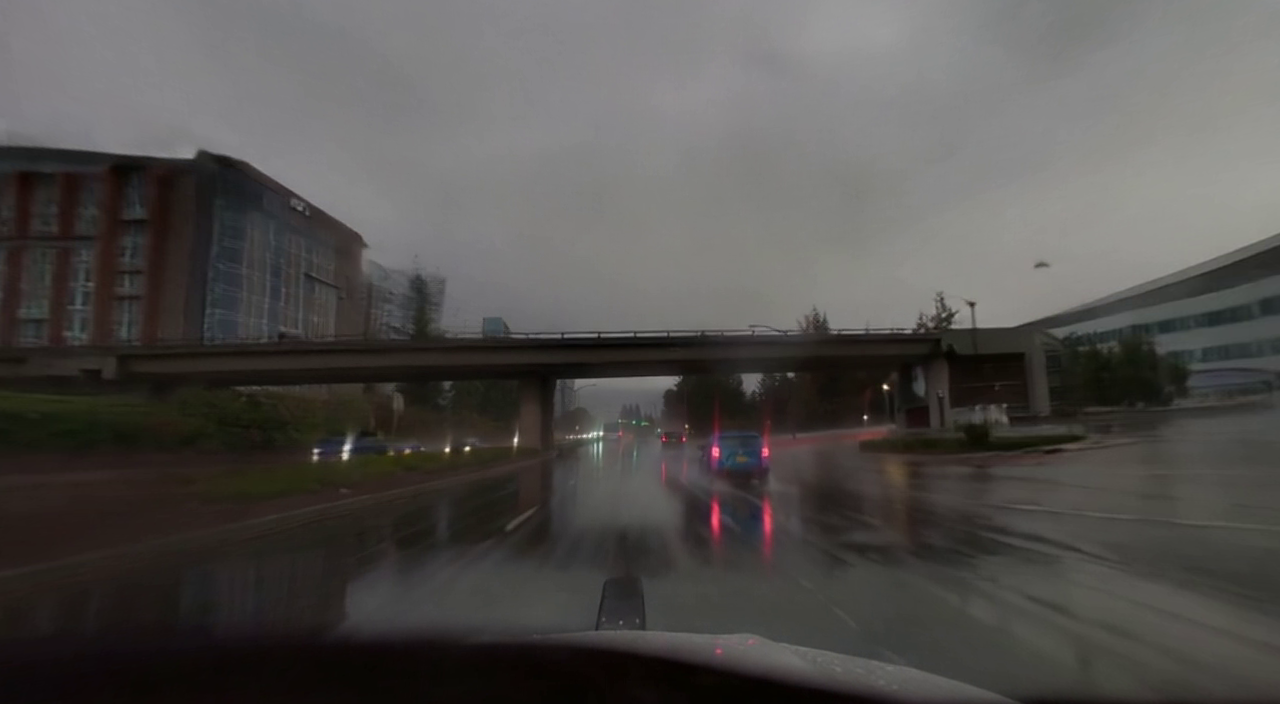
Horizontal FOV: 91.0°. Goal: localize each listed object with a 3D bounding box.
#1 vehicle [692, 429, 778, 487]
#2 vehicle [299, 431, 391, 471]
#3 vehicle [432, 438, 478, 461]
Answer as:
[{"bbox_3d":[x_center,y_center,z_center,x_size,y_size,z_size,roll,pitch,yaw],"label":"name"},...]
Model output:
[{"bbox_3d":[3.015,3.508,21.075,2.110,1.712,4.489,0,-8,-1],"label":"vehicle"},{"bbox_3d":[-16.035,5.419,34.657,2.243,1.952,5.838,0,-9,0],"label":"vehicle"},{"bbox_3d":[-12.645,6.713,43.335,1.844,1.514,4.386,0,-8,0],"label":"vehicle"}]
